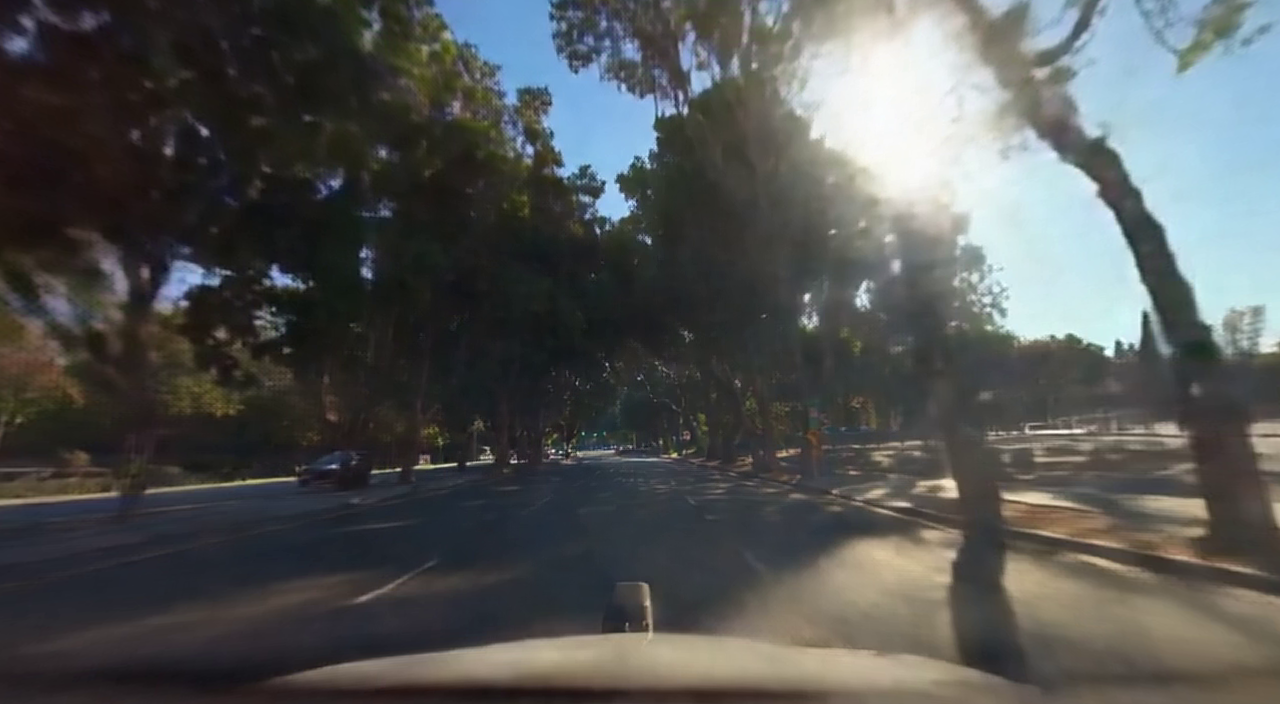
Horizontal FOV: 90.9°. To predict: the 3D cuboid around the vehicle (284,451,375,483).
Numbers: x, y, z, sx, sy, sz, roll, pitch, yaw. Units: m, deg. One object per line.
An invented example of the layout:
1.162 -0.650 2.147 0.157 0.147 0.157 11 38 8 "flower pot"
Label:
-16.382 6.084 33.579 2.200 1.496 4.809 -1 -8 3 "vehicle"
